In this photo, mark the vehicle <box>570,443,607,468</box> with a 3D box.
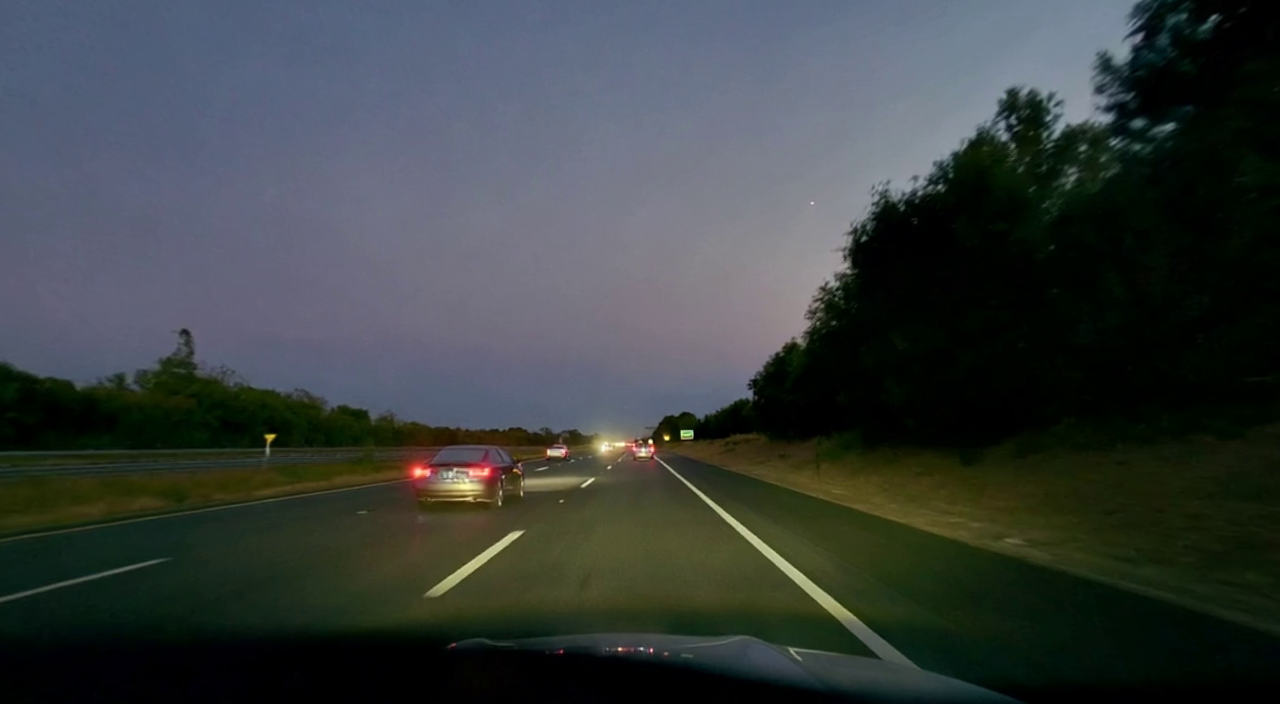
[{"bbox_3d":[-3.321,6.777,41.428,2.066,1.497,4.253,0,-8,0],"label":"vehicle"}]

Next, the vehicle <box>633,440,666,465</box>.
[{"bbox_3d":[0.632,7.159,45.089,2.259,1.697,4.106,0,-8,-1],"label":"vehicle"}]

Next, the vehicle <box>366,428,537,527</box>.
[{"bbox_3d":[-3.511,2.426,12.811,2.028,1.634,4.441,0,-8,1],"label":"vehicle"}]
